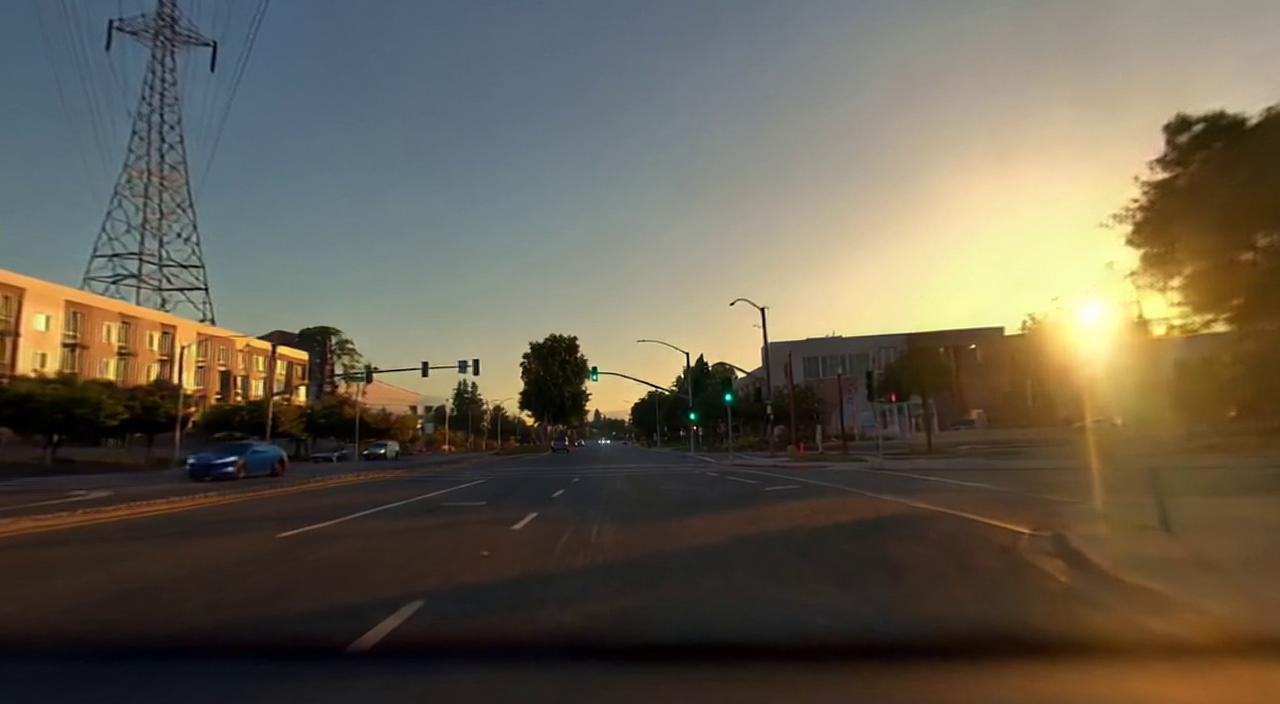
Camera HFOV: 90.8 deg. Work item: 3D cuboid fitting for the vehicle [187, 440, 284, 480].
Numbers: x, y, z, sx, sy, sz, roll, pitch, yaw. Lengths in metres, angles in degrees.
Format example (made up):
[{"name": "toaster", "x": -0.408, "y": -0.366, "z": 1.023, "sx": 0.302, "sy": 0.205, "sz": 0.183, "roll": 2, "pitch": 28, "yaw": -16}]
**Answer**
[{"name": "vehicle", "x": -20.700, "y": 5.515, "z": 32.585, "sx": 2.097, "sy": 1.858, "sz": 4.601, "roll": 0, "pitch": -9, "yaw": -3}]
